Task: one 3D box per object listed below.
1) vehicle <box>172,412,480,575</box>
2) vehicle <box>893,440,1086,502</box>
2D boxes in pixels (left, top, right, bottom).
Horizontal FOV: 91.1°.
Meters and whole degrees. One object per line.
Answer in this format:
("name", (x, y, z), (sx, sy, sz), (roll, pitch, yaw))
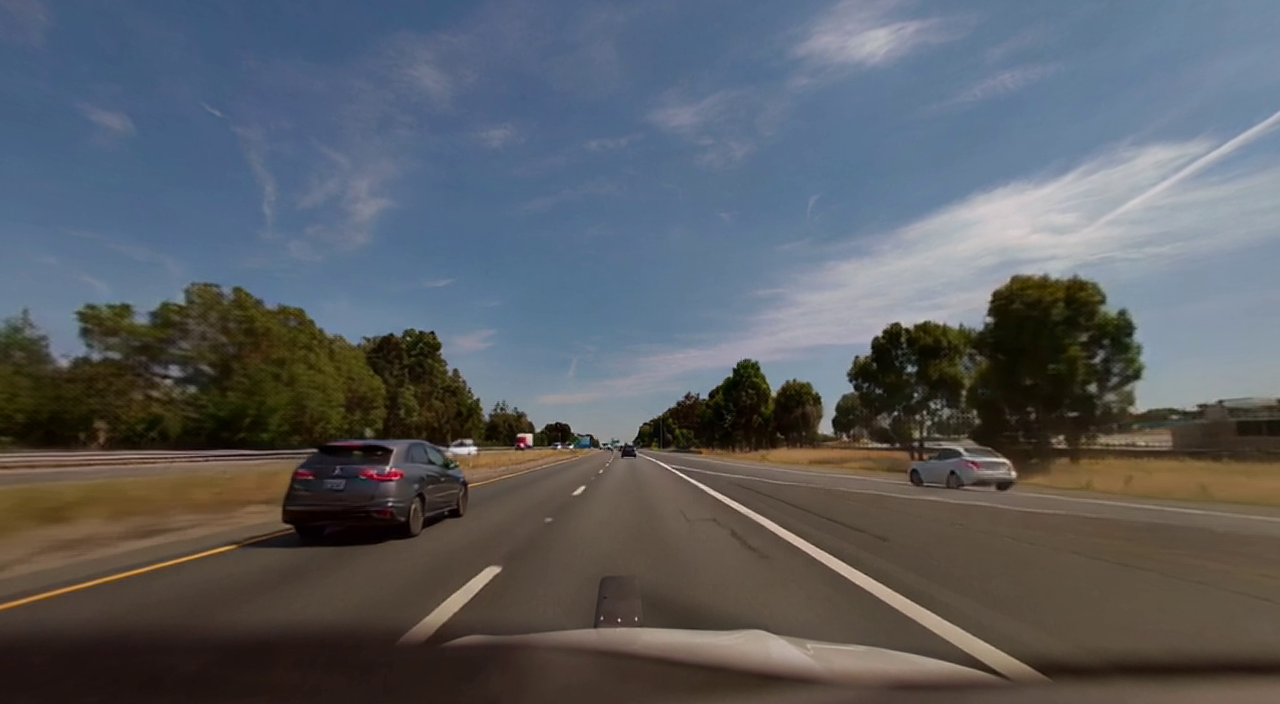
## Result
("vehicle", (-3.934, 1.854, 9.006), (2.111, 1.717, 4.426), (0, -9, 0))
("vehicle", (10.070, 3.426, 18.649), (2.117, 1.558, 4.736), (2, -9, -18))
